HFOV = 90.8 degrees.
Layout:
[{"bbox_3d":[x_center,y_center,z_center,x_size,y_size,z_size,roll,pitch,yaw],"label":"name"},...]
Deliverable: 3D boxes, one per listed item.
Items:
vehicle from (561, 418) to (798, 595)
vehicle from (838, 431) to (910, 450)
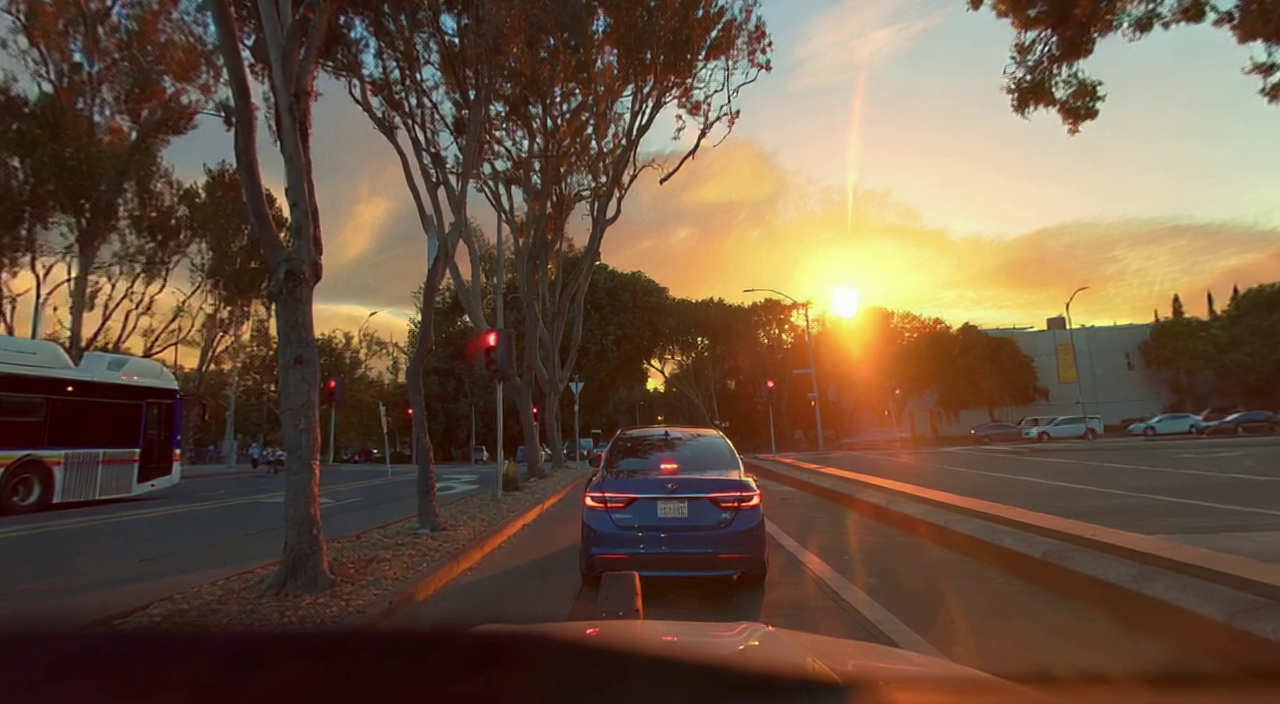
[{"bbox_3d":[0.370,1.615,7.403,2.035,1.499,3.799,0,-8,1],"label":"vehicle"},{"bbox_3d":[18.169,6.910,49.265,4.830,1.461,1.883,-1,-9,3],"label":"vehicle"}]
